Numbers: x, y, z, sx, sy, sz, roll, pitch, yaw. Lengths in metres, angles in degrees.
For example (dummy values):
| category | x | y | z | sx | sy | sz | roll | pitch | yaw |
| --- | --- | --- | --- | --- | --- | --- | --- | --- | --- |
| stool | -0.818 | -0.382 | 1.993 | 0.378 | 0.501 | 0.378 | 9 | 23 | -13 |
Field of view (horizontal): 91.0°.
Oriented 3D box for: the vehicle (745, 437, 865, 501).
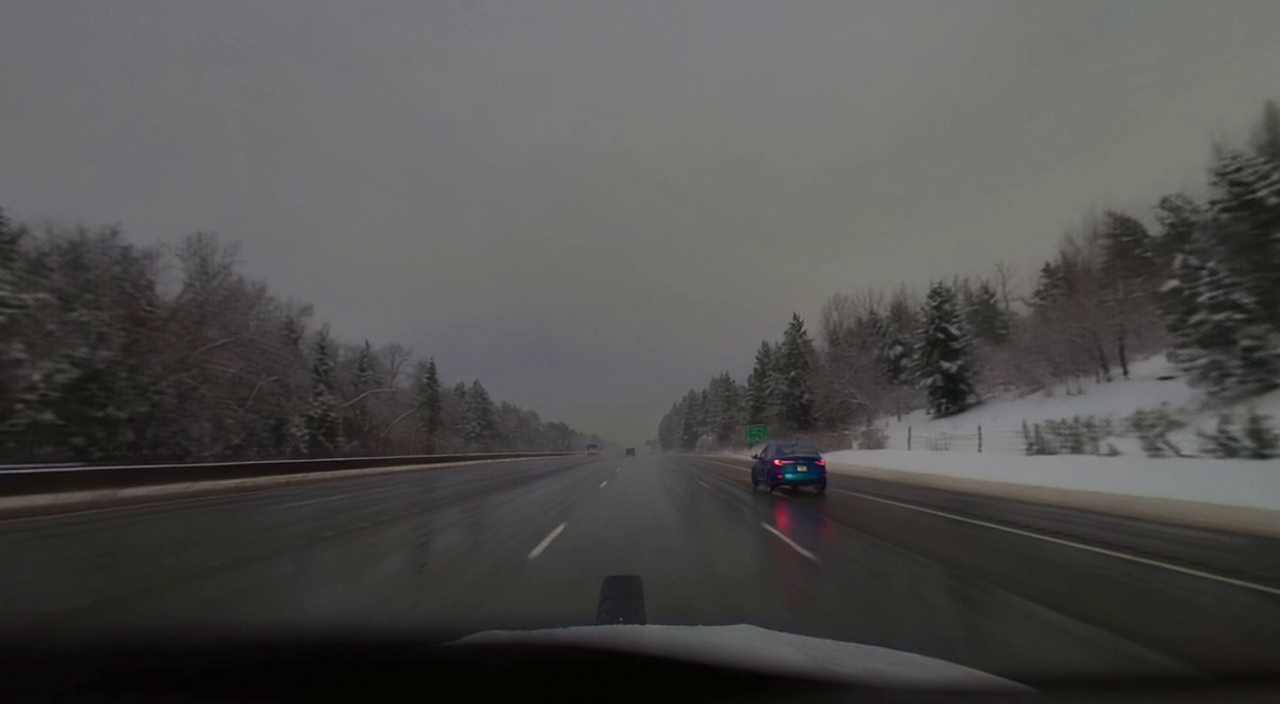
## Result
| category | x | y | z | sx | sy | sz | roll | pitch | yaw |
| --- | --- | --- | --- | --- | --- | --- | --- | --- | --- |
| vehicle | 4.299 | 3.135 | 17.229 | 2.033 | 1.501 | 4.398 | 0 | -9 | -1 |
